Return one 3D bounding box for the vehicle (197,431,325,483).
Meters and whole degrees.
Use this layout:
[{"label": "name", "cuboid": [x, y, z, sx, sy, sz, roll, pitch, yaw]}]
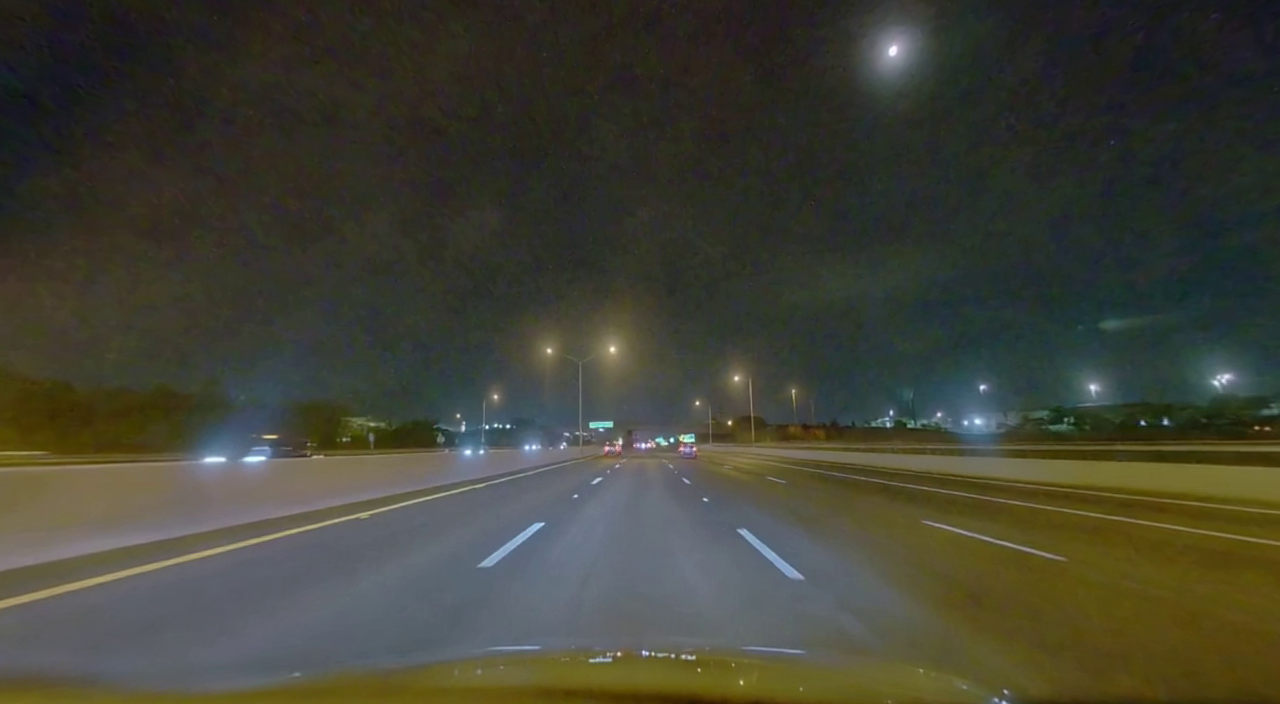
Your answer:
[{"label": "vehicle", "cuboid": [-11.075, 3.071, 18.714, 1.633, 1.387, 3.381, 0, -8, 0]}]
